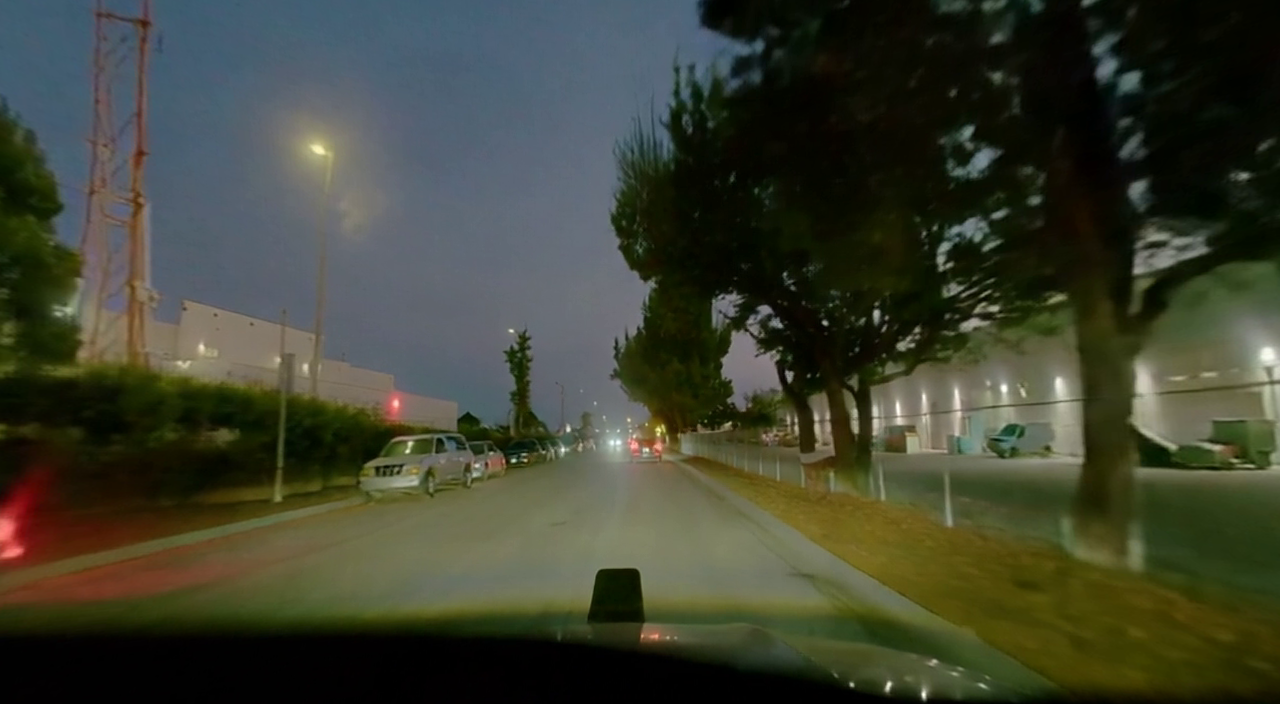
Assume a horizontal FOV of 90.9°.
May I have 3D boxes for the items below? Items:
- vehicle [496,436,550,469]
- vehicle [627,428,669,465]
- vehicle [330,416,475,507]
[{"bbox_3d":[-6.128,5.279,33.491,1.926,1.647,4.185,0,-8,1],"label":"vehicle"},{"bbox_3d":[0.403,5.138,34.554,2.152,1.874,4.042,0,-8,0],"label":"vehicle"},{"bbox_3d":[-6.167,2.927,17.153,2.005,1.989,4.929,-3,-9,1],"label":"vehicle"}]
